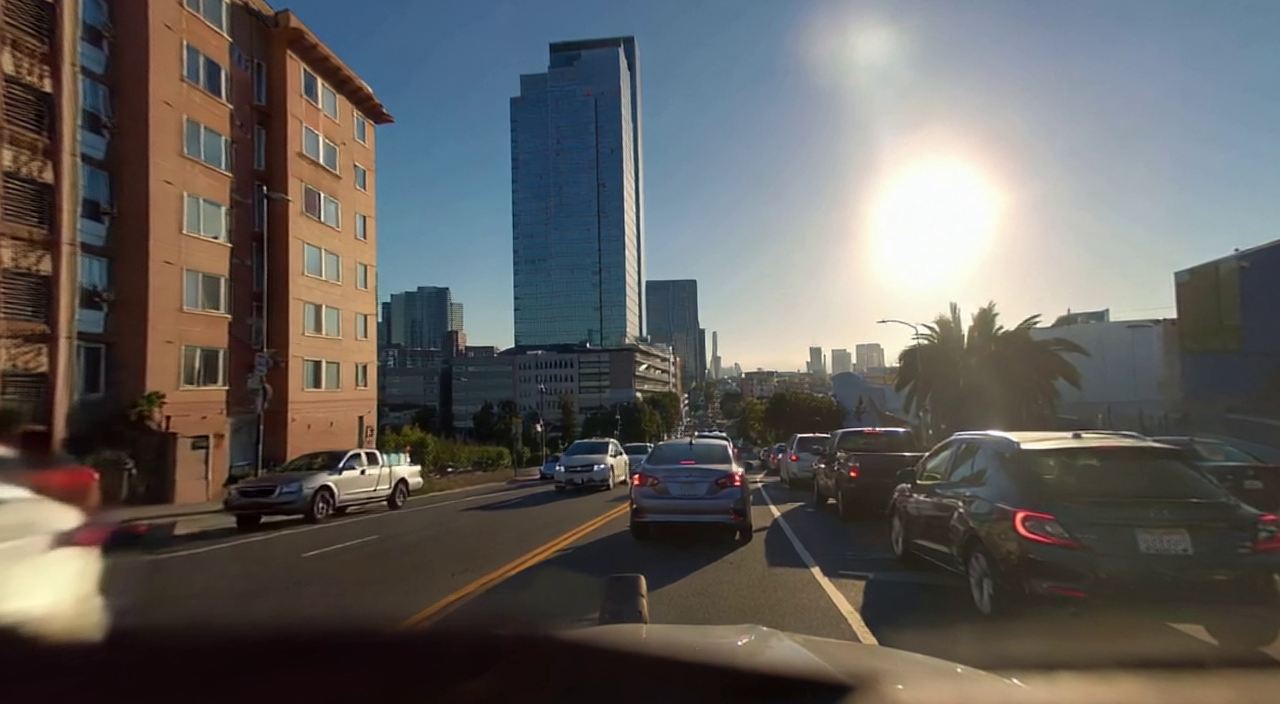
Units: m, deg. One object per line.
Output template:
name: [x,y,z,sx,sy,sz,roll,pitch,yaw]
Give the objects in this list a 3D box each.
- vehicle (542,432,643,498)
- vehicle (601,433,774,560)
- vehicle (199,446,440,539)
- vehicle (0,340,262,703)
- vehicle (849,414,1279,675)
vehicle: [-1.293,3.407,19.505,2.102,1.771,4.599,-1,-9,9]
vehicle: [0.790,1.983,9.391,2.031,1.461,3.763,-1,-8,8]
vehicle: [-6.074,2.646,12.687,1.928,1.503,4.322,-2,-9,13]
vehicle: [-3.535,0.712,1.616,2.030,1.730,4.453,-1,-8,6]
vehicle: [3.391,1.441,5.889,1.982,1.510,4.144,-1,-9,8]
